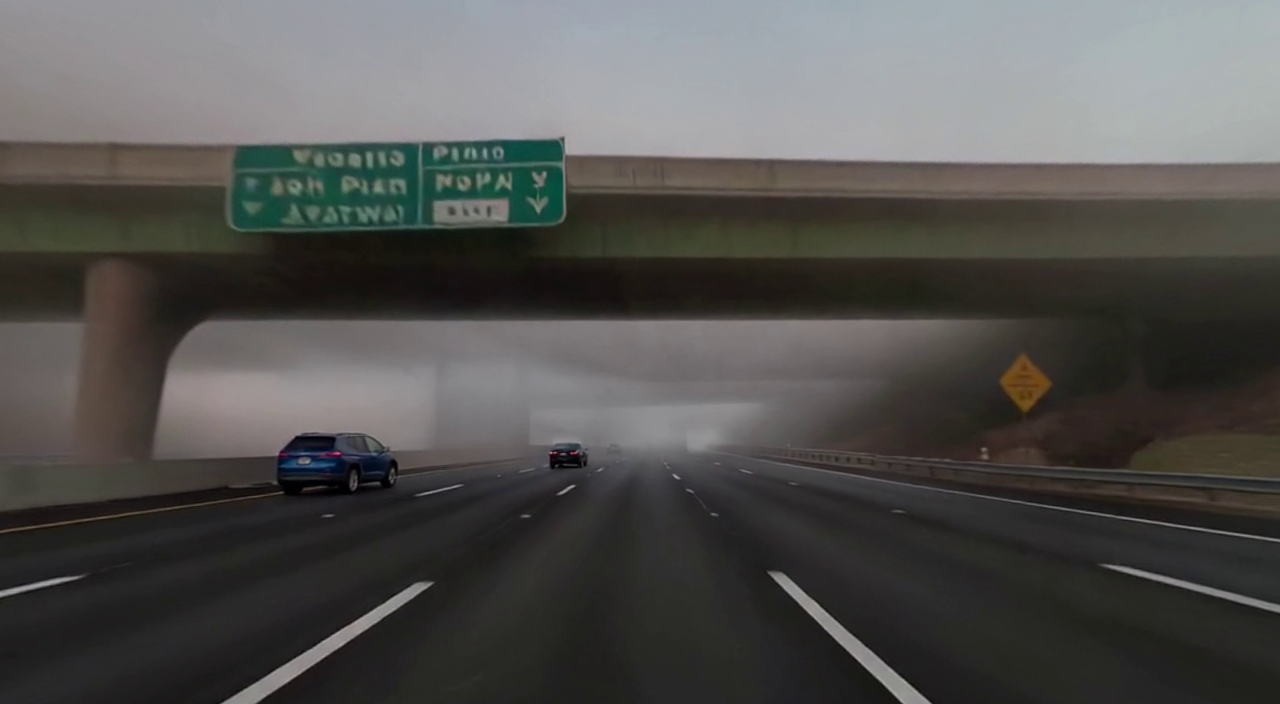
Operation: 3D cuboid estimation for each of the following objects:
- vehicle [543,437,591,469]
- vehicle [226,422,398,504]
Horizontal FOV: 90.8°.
[{"bbox_3d":[-3.668,5.182,32.468,1.925,1.509,4.363,0,-9,1],"label":"vehicle"},{"bbox_3d":[-7.646,2.619,15.282,1.860,1.694,4.173,0,-9,0],"label":"vehicle"}]
